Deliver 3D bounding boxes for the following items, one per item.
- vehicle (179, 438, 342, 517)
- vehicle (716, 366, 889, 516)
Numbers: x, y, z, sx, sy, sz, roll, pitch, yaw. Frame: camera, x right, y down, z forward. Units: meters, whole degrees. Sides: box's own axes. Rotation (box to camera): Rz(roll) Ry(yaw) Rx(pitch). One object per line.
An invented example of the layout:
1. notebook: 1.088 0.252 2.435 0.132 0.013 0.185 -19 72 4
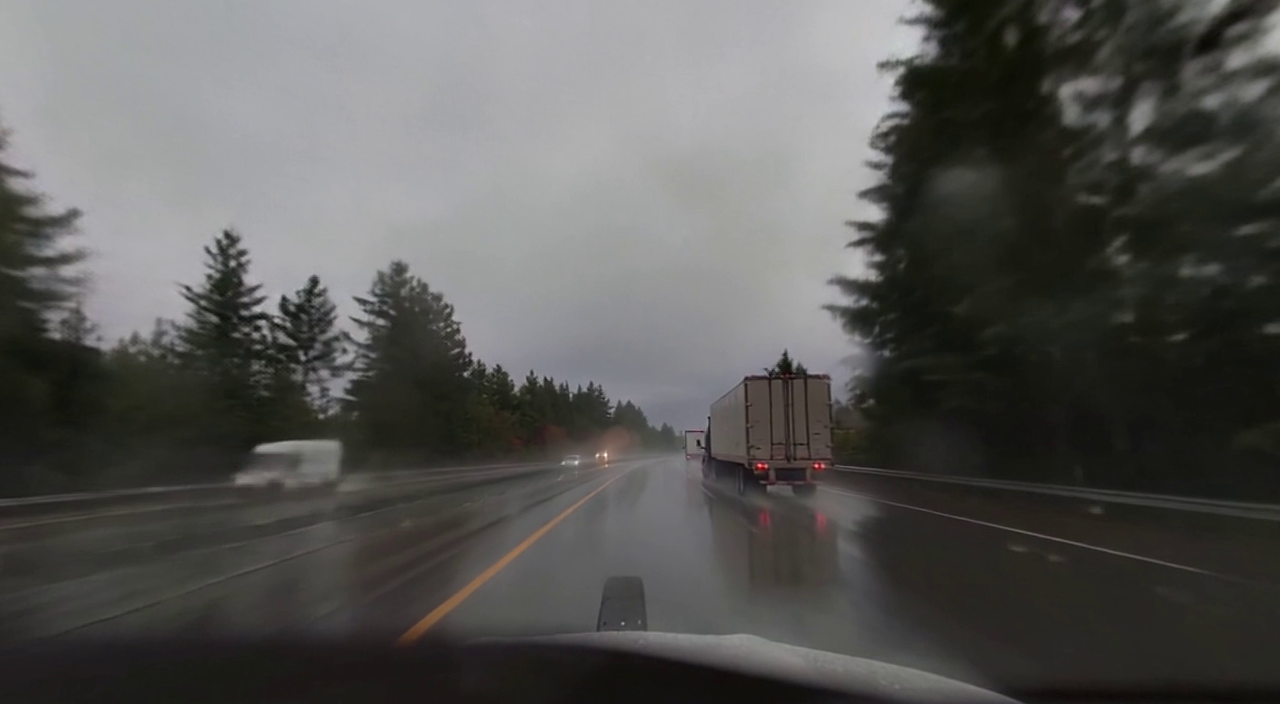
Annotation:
1. vehicle: -12.823 4.229 21.863 2.199 2.357 5.256 0 -9 2
2. vehicle: 4.552 3.009 20.907 2.866 3.558 11.674 0 -9 1
